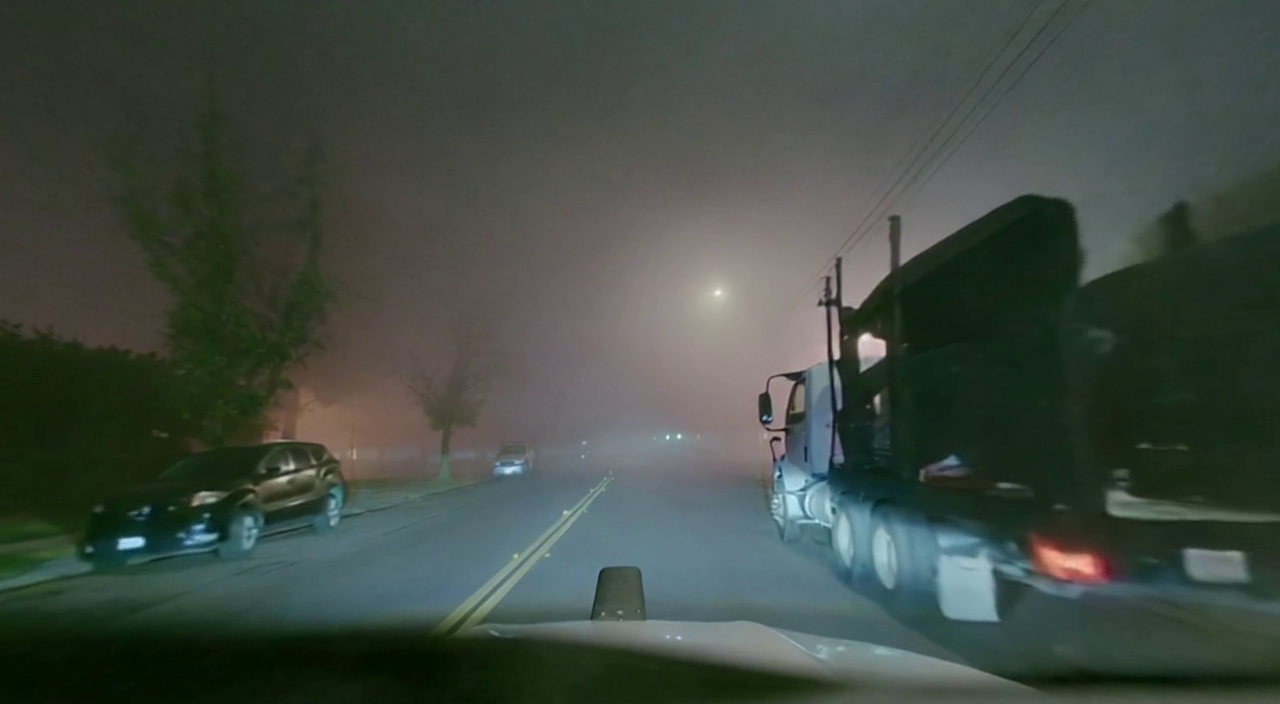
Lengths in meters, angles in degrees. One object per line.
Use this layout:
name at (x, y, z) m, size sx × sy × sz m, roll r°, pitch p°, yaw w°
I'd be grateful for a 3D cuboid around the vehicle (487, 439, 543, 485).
vehicle at (-5.788, 5.096, 29.678) m, size 2.087 × 1.835 × 4.445 m, roll -1°, pitch -7°, yaw -5°

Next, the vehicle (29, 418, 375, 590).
vehicle at (-6.207, 2.145, 9.901) m, size 2.210 × 1.849 × 4.638 m, roll -4°, pitch -8°, yaw -2°

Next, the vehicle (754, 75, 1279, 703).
vehicle at (3.199, 0.608, 6.556) m, size 2.750 × 3.440 × 6.535 m, roll 0°, pitch -8°, yaw 0°
